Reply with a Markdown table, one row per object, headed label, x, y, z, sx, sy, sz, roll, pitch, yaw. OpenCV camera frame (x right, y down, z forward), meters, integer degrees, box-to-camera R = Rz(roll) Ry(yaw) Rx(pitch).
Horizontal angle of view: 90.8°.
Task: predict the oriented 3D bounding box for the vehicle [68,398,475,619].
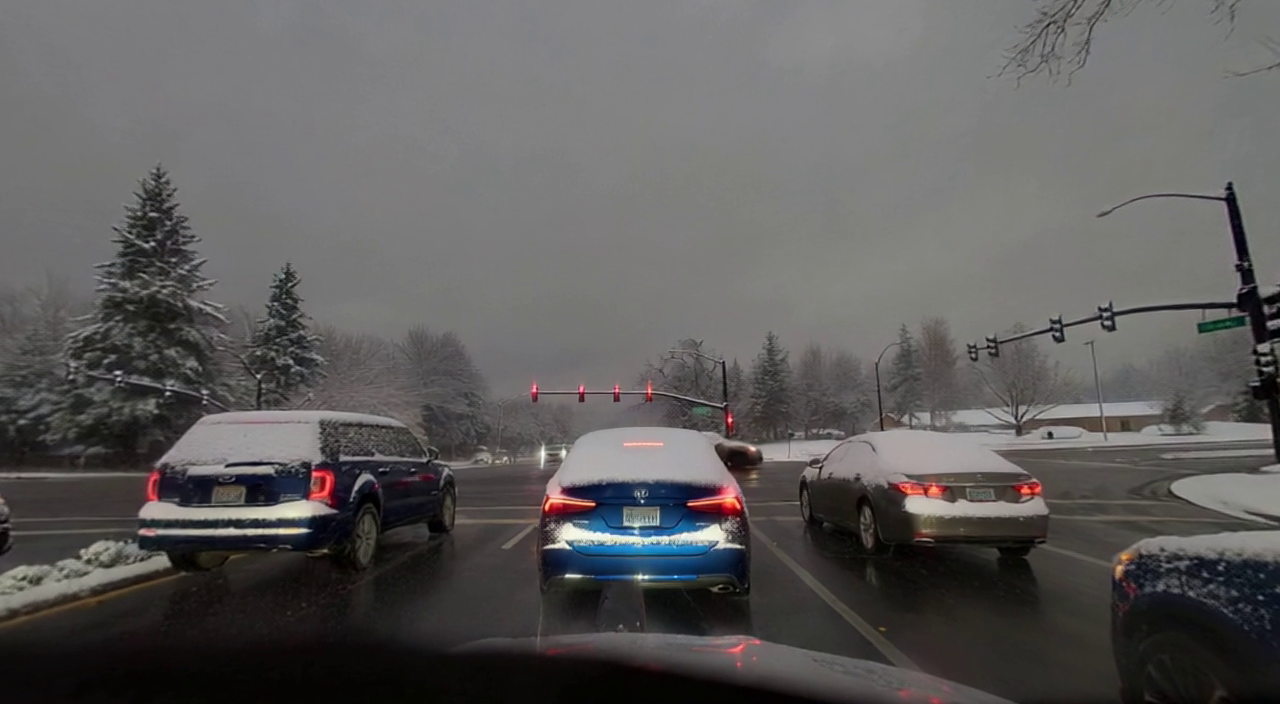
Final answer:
| label | x | y | z | sx | sy | sz | roll | pitch | yaw |
| --- | --- | --- | --- | --- | --- | --- | --- | --- | --- |
| vehicle | -3.410 | 1.532 | 7.070 | 1.958 | 1.693 | 4.242 | 0 | -9 | 0 |

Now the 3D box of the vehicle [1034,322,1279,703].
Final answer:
| label | x | y | z | sx | sy | sz | roll | pitch | yaw |
| --- | --- | --- | --- | --- | --- | --- | --- | --- | --- |
| vehicle | 3.238 | 0.613 | 1.178 | 2.178 | 1.691 | 4.314 | 0 | -9 | 0 |

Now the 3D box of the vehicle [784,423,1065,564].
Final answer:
| label | x | y | z | sx | sy | sz | roll | pitch | yaw |
| --- | --- | --- | --- | --- | --- | --- | --- | --- | --- |
| vehicle | 3.539 | 1.841 | 8.978 | 1.874 | 1.487 | 4.404 | 0 | -9 | -1 |

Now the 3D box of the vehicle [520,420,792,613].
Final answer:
| label | x | y | z | sx | sy | sz | roll | pitch | yaw |
| --- | --- | --- | --- | --- | --- | --- | --- | --- | --- |
| vehicle | 0.068 | 1.592 | 7.027 | 2.114 | 1.482 | 4.056 | 0 | -9 | -2 |
